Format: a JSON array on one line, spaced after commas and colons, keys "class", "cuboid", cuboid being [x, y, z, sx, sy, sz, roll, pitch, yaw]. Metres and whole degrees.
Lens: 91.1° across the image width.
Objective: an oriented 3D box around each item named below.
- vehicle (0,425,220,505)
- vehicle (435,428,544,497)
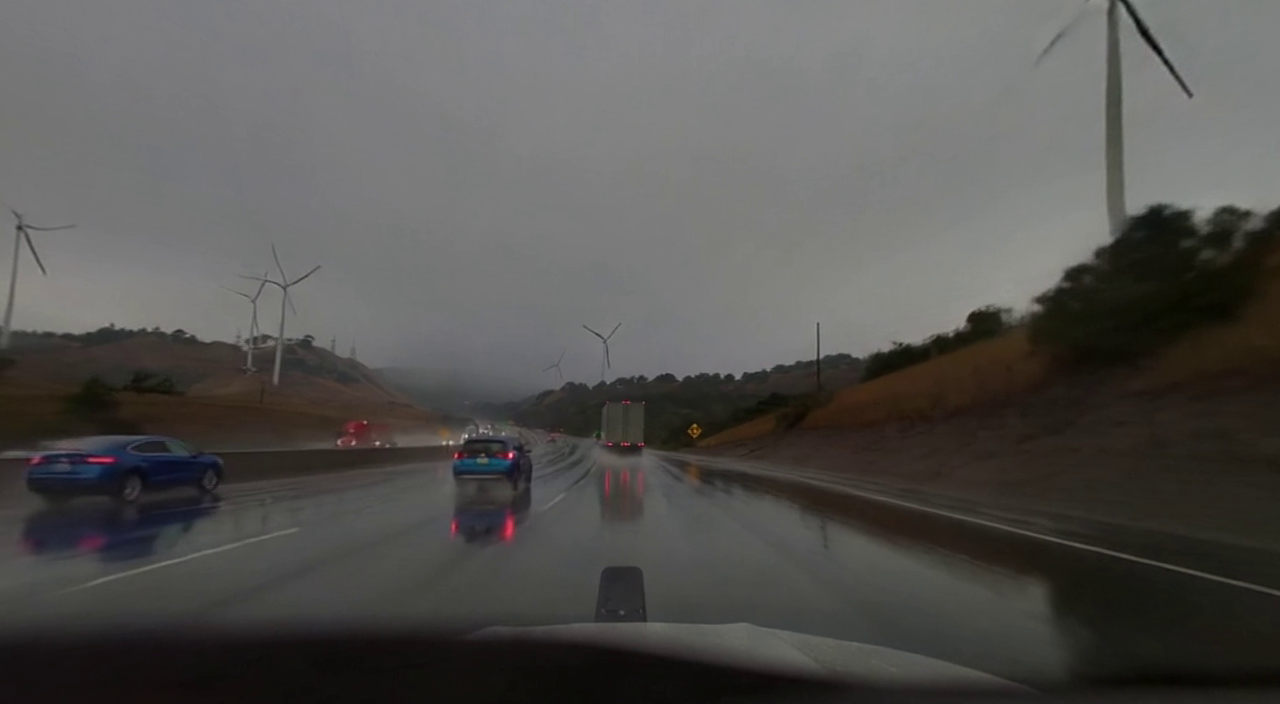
[{"class": "vehicle", "cuboid": [-14.822, 3.054, 17.558, 2.285, 1.835, 5.672, 0, -8, -1]}, {"class": "vehicle", "cuboid": [-4.003, 3.001, 17.396, 2.109, 1.684, 3.783, 0, -8, 0]}]
